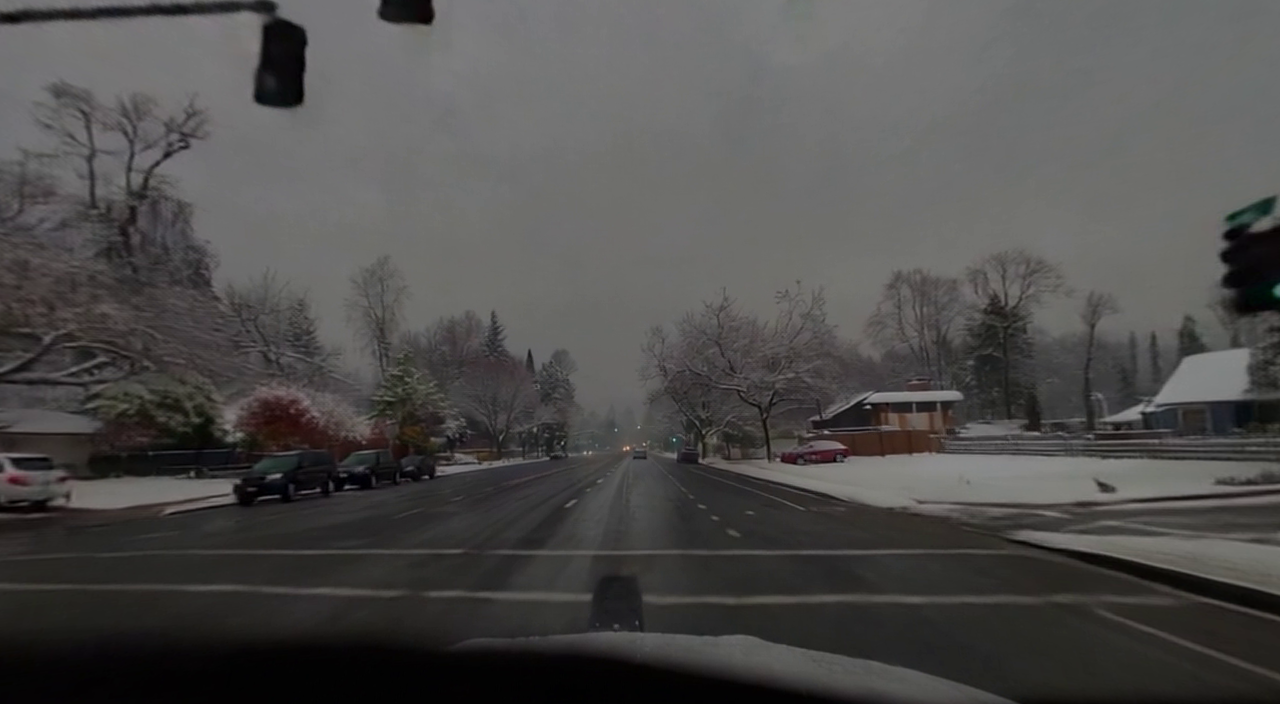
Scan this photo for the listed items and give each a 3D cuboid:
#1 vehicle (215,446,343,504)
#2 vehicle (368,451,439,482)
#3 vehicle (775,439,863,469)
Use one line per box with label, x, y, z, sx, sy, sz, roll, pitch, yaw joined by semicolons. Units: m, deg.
vehicle;-12.111;4.149;21.511;1.932;1.673;4.314;-3;-10;-2
vehicle;-12.156;5.948;32.734;1.888;1.477;4.629;-1;-10;0
vehicle;11.267;6.455;39.829;4.880;1.842;2.069;0;-9;-1
